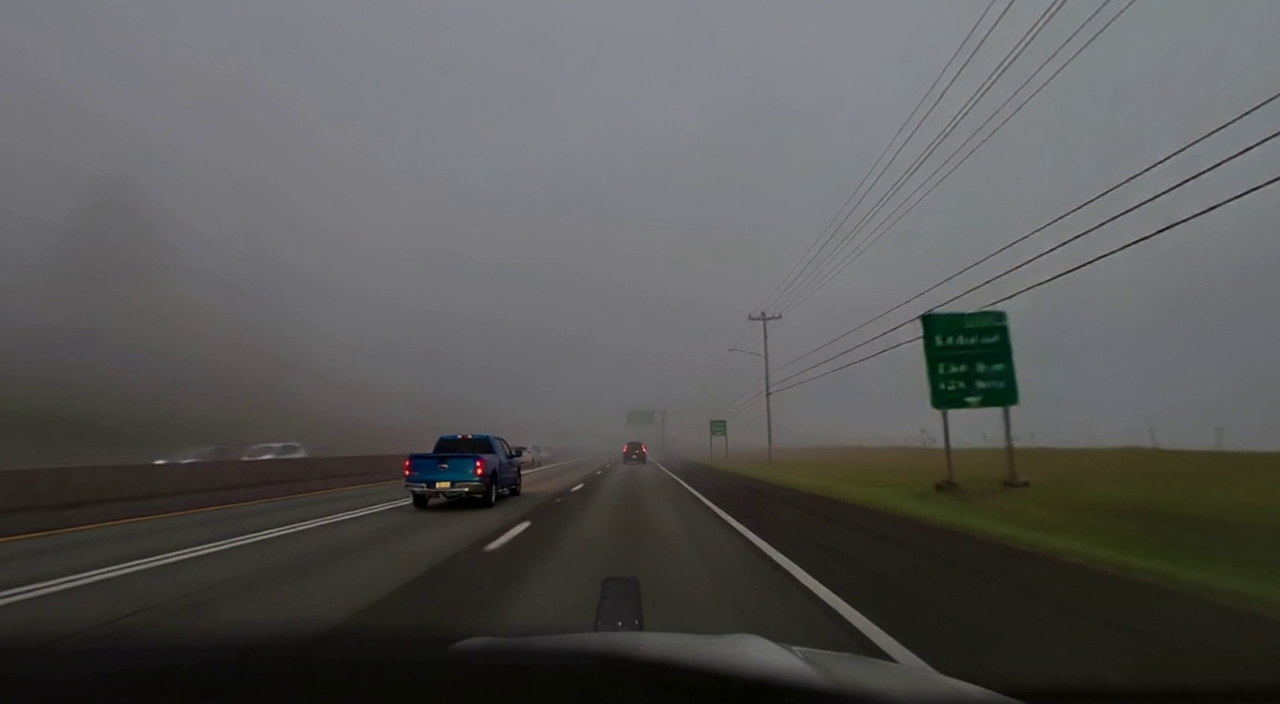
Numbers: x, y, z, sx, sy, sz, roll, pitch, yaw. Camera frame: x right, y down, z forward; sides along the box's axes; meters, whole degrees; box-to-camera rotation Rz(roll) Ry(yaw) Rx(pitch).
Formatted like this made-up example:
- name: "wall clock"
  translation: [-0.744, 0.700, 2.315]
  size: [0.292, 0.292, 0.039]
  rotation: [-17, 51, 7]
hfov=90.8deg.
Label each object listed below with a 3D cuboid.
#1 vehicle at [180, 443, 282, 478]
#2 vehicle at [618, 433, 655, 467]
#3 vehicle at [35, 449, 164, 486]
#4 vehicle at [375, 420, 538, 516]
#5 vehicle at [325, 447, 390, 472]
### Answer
- name: "vehicle"
  translation: [-21.099, 5.599, 32.894]
  size: [2.034, 1.653, 4.825]
  rotation: [0, -9, 1]
- name: "vehicle"
  translation: [-0.272, 6.474, 41.793]
  size: [2.358, 2.144, 4.713]
  rotation: [0, -8, -1]
- name: "vehicle"
  translation: [-25.095, 5.368, 29.595]
  size: [1.964, 1.550, 4.603]
  rotation: [0, -8, 0]
- name: "vehicle"
  translation: [-3.943, 2.617, 14.767]
  size: [2.204, 1.812, 5.289]
  rotation: [0, -8, 0]
- name: "vehicle"
  translation: [-17.760, 6.758, 39.981]
  size: [1.961, 1.455, 4.675]
  rotation: [0, -9, 0]
